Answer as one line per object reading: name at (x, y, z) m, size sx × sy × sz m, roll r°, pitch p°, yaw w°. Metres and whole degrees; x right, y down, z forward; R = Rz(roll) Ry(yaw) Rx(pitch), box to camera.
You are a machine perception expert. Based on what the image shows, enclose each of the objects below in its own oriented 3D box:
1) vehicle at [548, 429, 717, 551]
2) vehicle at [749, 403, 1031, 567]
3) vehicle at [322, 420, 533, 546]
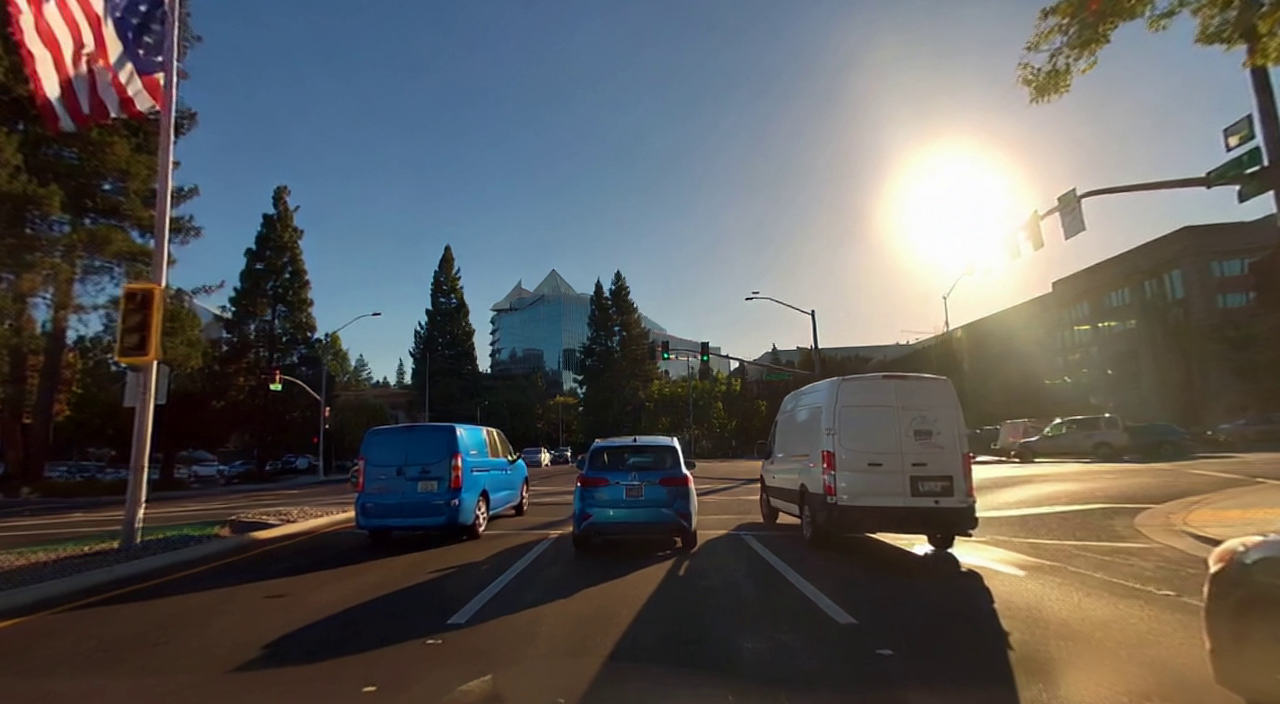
vehicle at (-0.113, 2.035, 9.984) m, size 2.098 × 1.494 × 4.118 m, roll 0°, pitch -9°, yaw -1°
vehicle at (3.068, 1.760, 9.035) m, size 2.178 × 1.746 × 4.400 m, roll 0°, pitch -9°, yaw -1°
vehicle at (-3.221, 2.069, 10.578) m, size 2.024 × 1.677 × 3.998 m, roll 0°, pitch -9°, yaw 2°
